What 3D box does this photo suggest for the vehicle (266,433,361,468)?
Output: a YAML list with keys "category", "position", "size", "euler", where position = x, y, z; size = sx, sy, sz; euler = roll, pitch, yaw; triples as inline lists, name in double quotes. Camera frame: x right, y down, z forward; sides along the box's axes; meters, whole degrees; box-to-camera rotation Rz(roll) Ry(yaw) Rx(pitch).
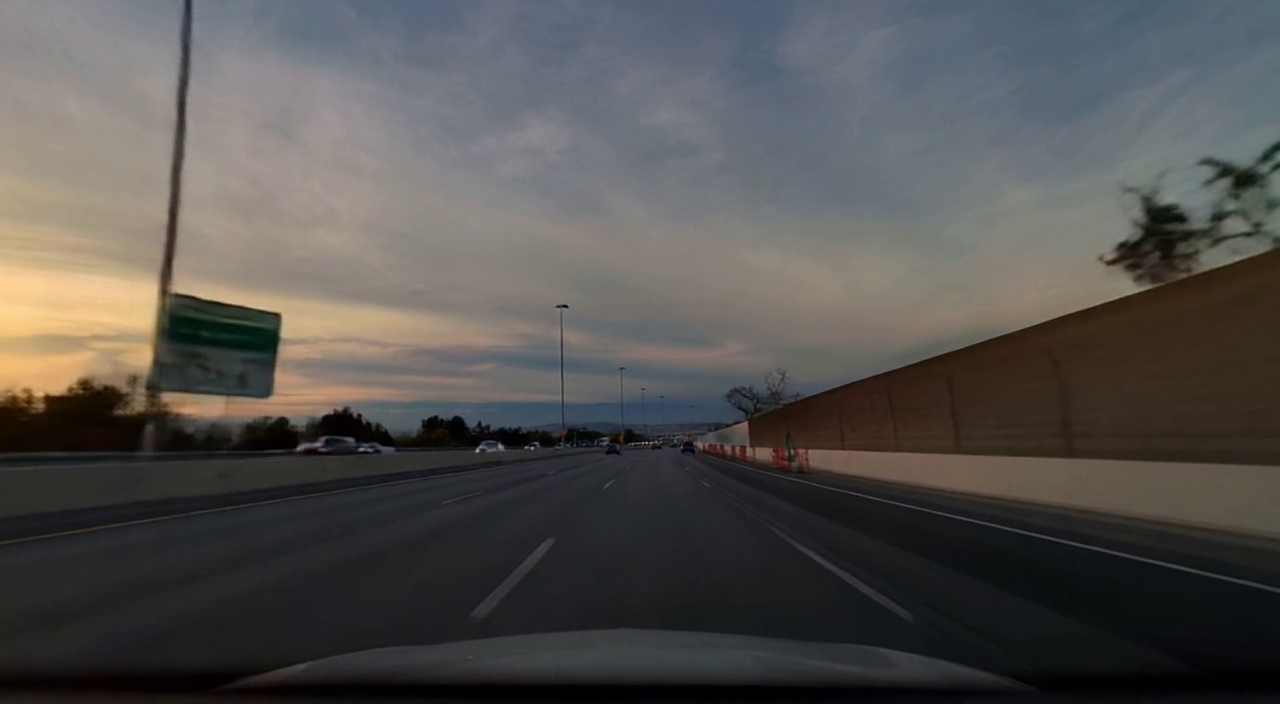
- category: "vehicle"
  position: [-18.734, 5.725, 36.561]
  size: [2.268, 1.823, 5.765]
  euler: [0, -9, 2]
